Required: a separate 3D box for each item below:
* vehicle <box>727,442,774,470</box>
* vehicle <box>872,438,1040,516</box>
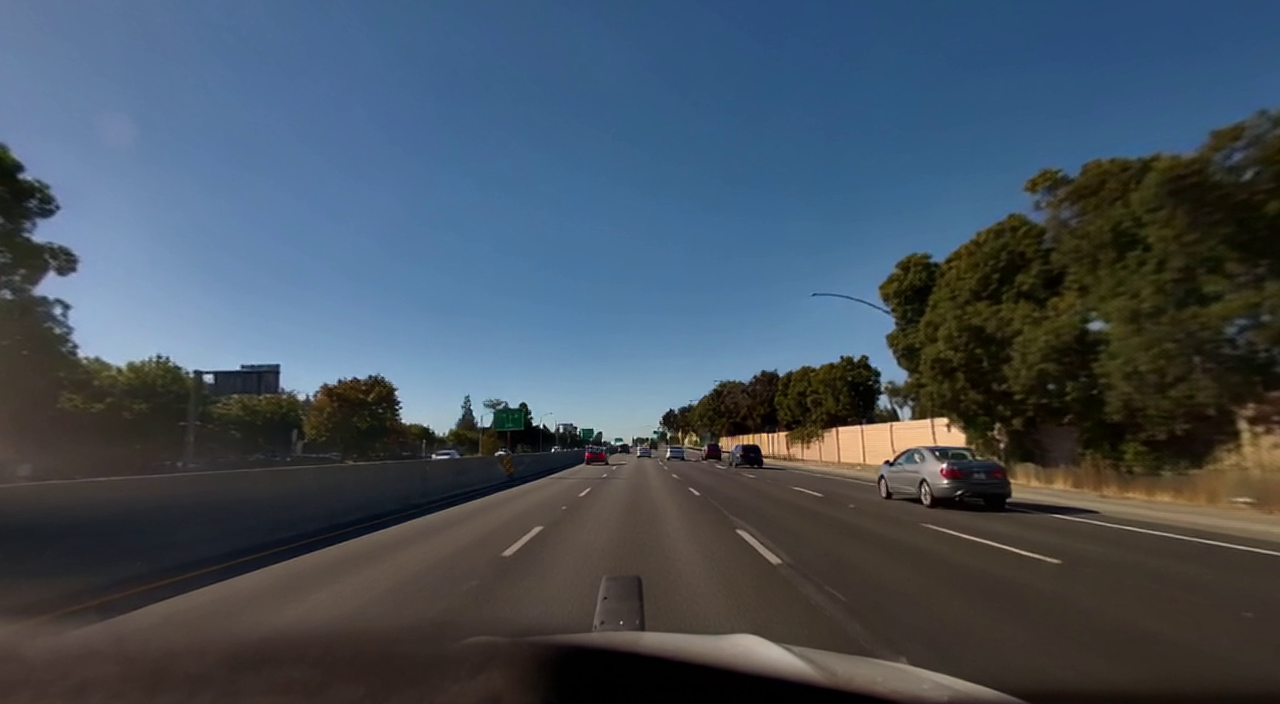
[{"bbox_3d":[6.674,6.340,38.717,1.987,1.597,4.463,0,-8,-1],"label":"vehicle"},{"bbox_3d":[6.885,2.720,14.280,1.838,1.518,3.713,0,-8,-1],"label":"vehicle"}]
